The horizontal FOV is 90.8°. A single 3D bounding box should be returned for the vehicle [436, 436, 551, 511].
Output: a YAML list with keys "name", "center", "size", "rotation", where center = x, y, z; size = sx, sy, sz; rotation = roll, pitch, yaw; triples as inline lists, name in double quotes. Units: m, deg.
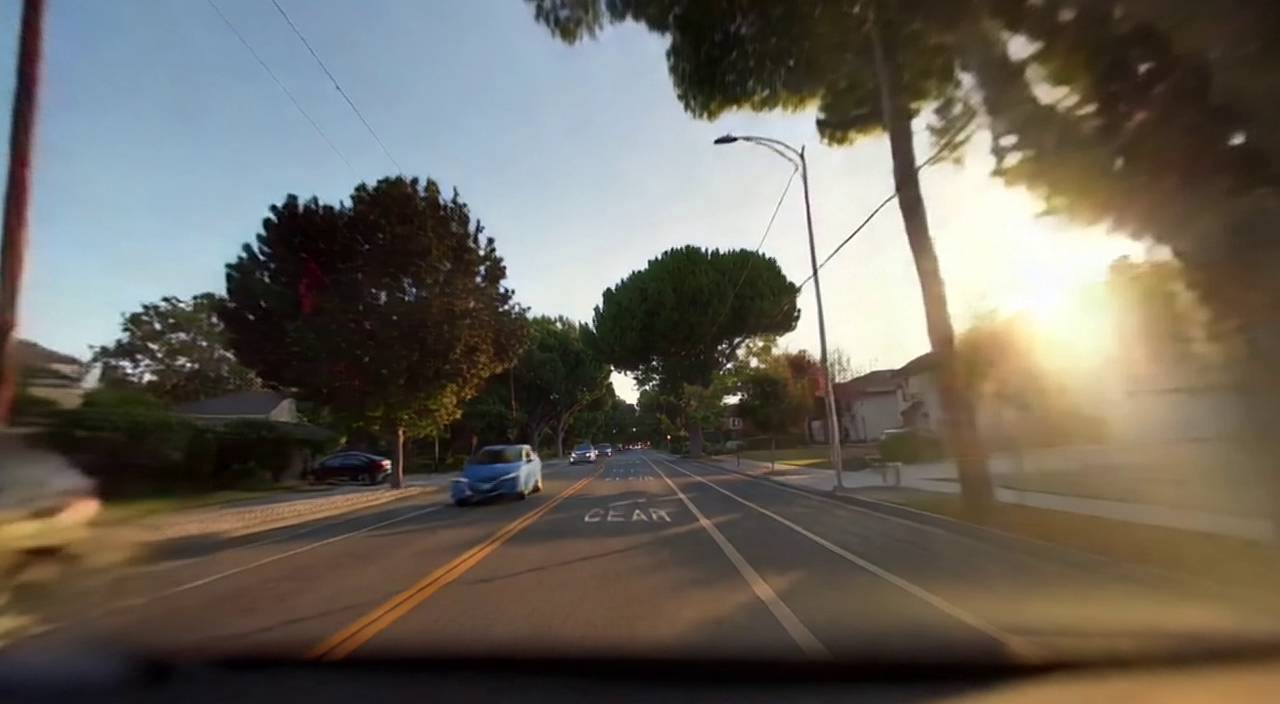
- name: "vehicle"
  center: [-3.675, 3.108, 16.761]
  size: [2.090, 1.689, 4.232]
  rotation: [0, -8, -1]

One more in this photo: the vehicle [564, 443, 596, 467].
- name: "vehicle"
  center: [-4.601, 7.981, 49.078]
  size: [2.055, 1.757, 4.494]
  rotation: [0, -8, -1]

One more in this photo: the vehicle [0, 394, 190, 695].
- name: "vehicle"
  center: [-4.989, 1.042, 2.810]
  size: [2.059, 1.840, 5.317]
  rotation: [0, -8, 0]

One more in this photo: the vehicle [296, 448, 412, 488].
- name: "vehicle"
  center: [-13.936, 5.673, 31.077]
  size: [4.607, 1.772, 2.261]
  rotation: [0, -8, -1]
